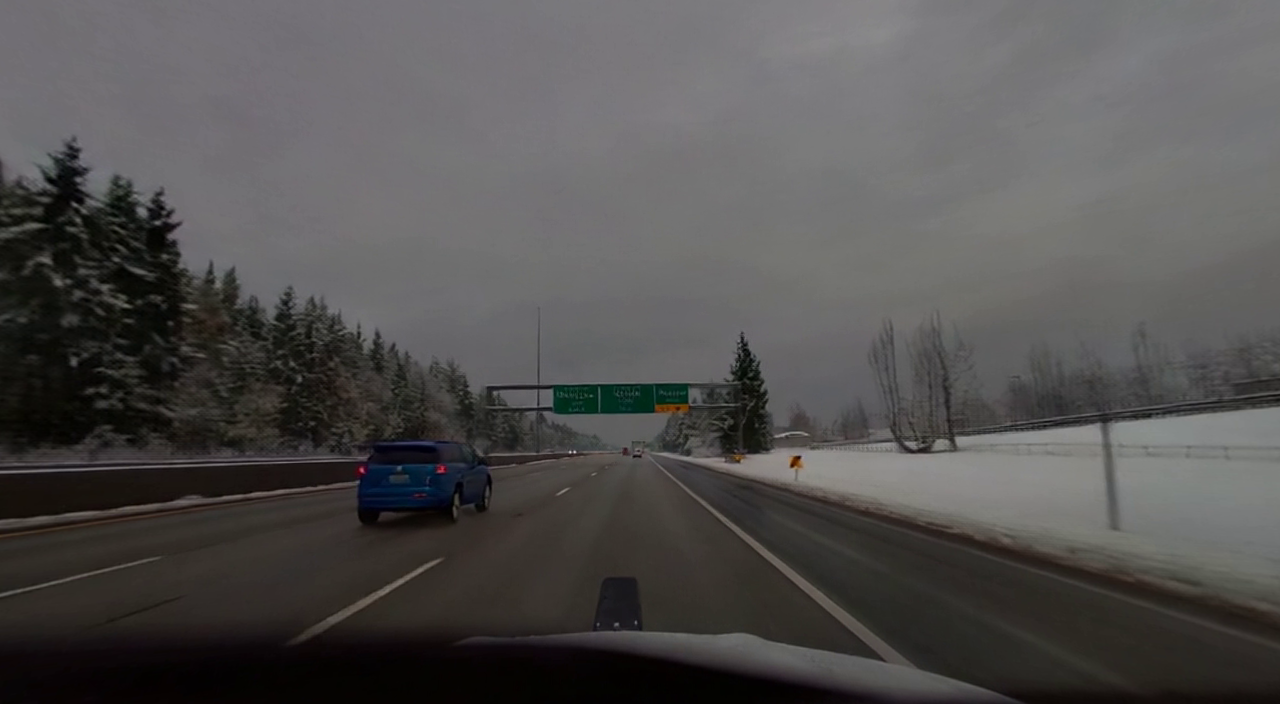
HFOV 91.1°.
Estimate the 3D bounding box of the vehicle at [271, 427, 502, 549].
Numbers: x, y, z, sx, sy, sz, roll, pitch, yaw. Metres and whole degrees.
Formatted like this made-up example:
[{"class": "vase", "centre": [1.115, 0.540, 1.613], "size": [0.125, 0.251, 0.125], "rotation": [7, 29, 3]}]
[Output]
[{"class": "vehicle", "centre": [-3.925, 2.193, 10.743], "size": [2.104, 1.626, 4.283], "rotation": [-1, -9, 1]}]
